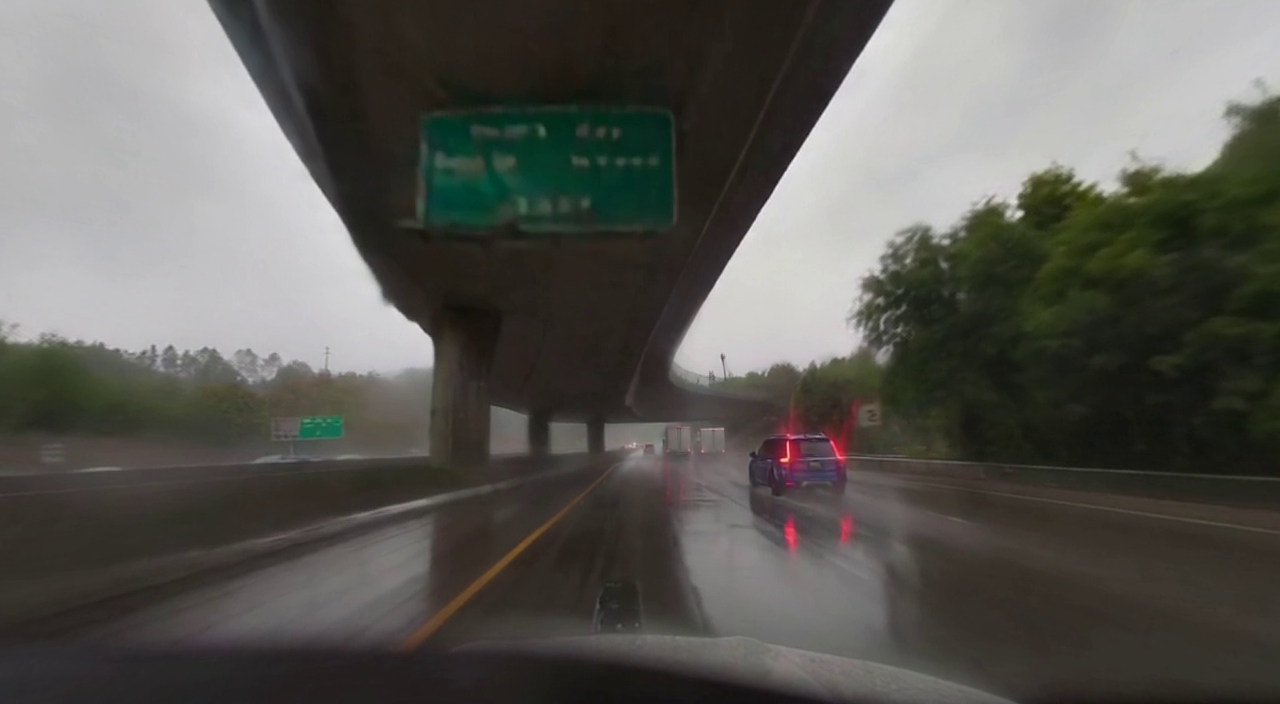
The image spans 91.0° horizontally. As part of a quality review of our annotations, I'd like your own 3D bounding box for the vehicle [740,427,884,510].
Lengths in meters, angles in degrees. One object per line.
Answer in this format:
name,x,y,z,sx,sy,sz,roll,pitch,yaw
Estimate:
vehicle,3.892,2.725,15.203,2.148,1.691,4.443,0,-8,-1
